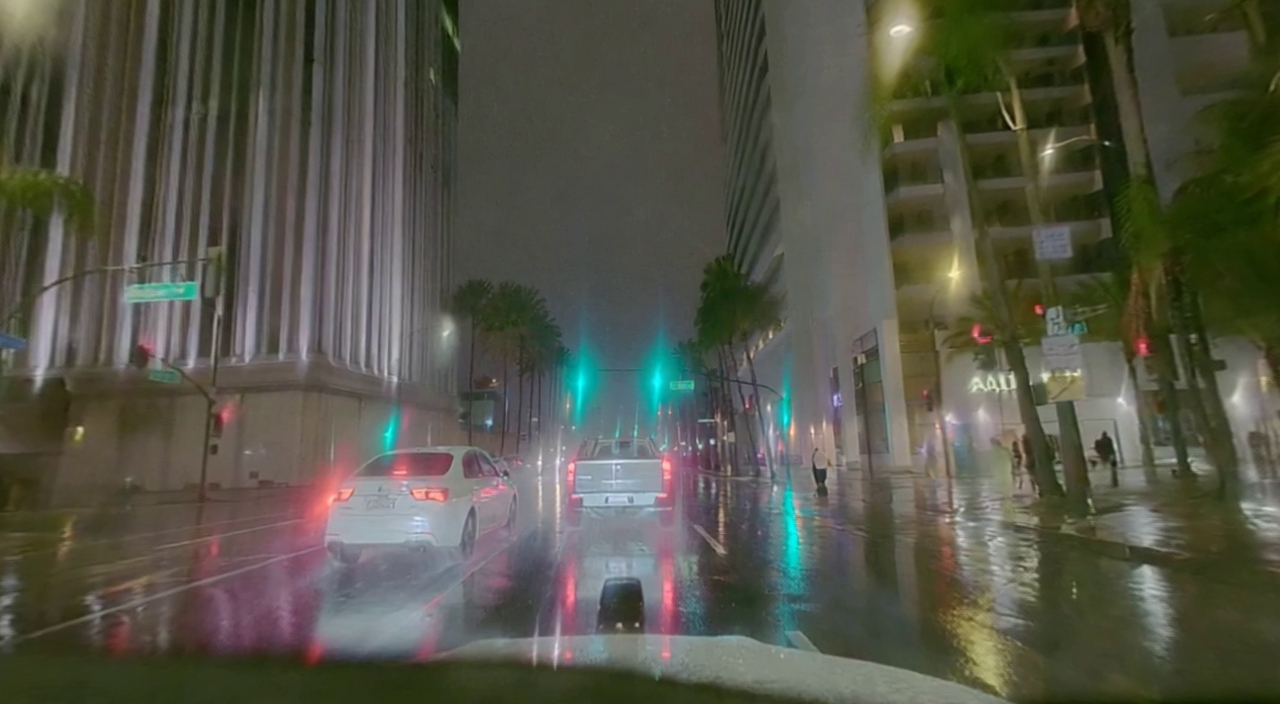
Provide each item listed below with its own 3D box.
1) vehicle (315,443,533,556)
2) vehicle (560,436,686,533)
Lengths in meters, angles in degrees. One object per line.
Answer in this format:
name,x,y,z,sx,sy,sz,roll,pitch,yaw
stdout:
vehicle,-3.292,2.332,10.823,2.096,1.492,4.666,0,-9,0
vehicle,-0.326,2.555,12.736,2.145,1.632,3.972,0,-9,-1
